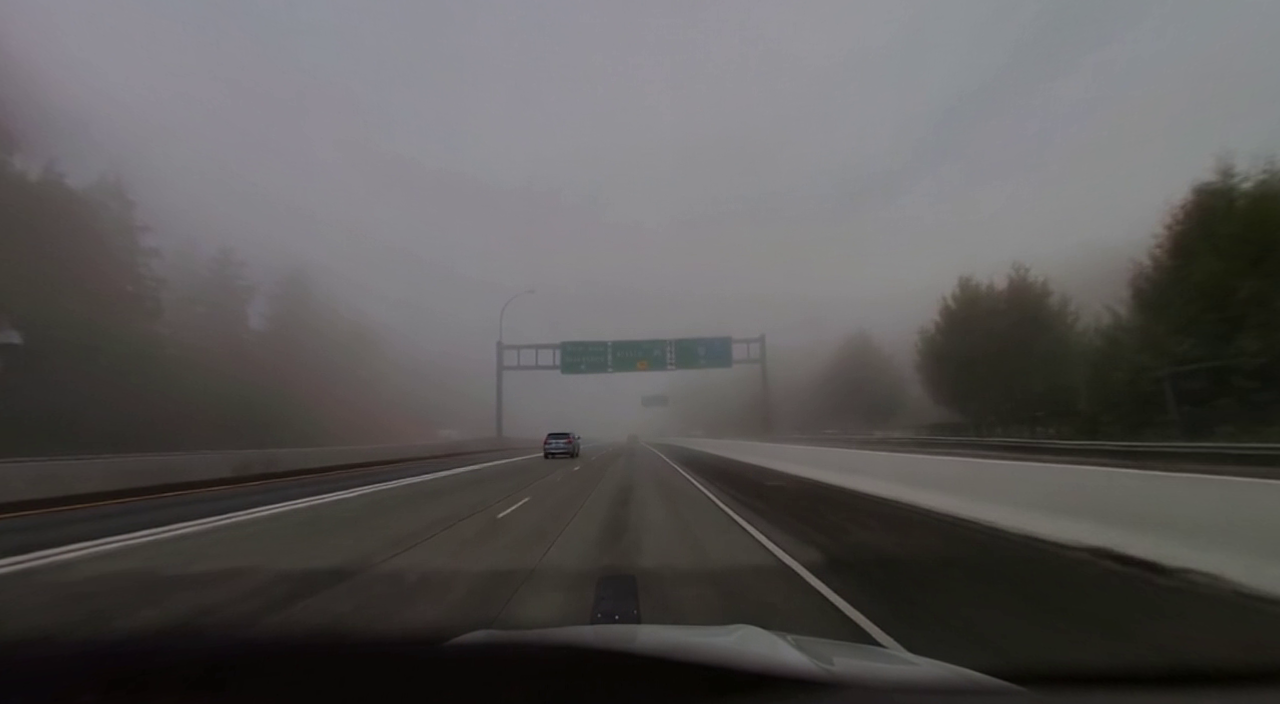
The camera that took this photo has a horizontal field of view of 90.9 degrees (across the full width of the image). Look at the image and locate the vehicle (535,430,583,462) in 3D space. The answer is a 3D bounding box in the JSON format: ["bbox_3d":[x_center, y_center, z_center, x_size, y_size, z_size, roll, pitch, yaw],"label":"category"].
[{"bbox_3d":[-4.418,5.200,35.046,2.129,1.641,4.263,0,-7,0],"label":"vehicle"}]
